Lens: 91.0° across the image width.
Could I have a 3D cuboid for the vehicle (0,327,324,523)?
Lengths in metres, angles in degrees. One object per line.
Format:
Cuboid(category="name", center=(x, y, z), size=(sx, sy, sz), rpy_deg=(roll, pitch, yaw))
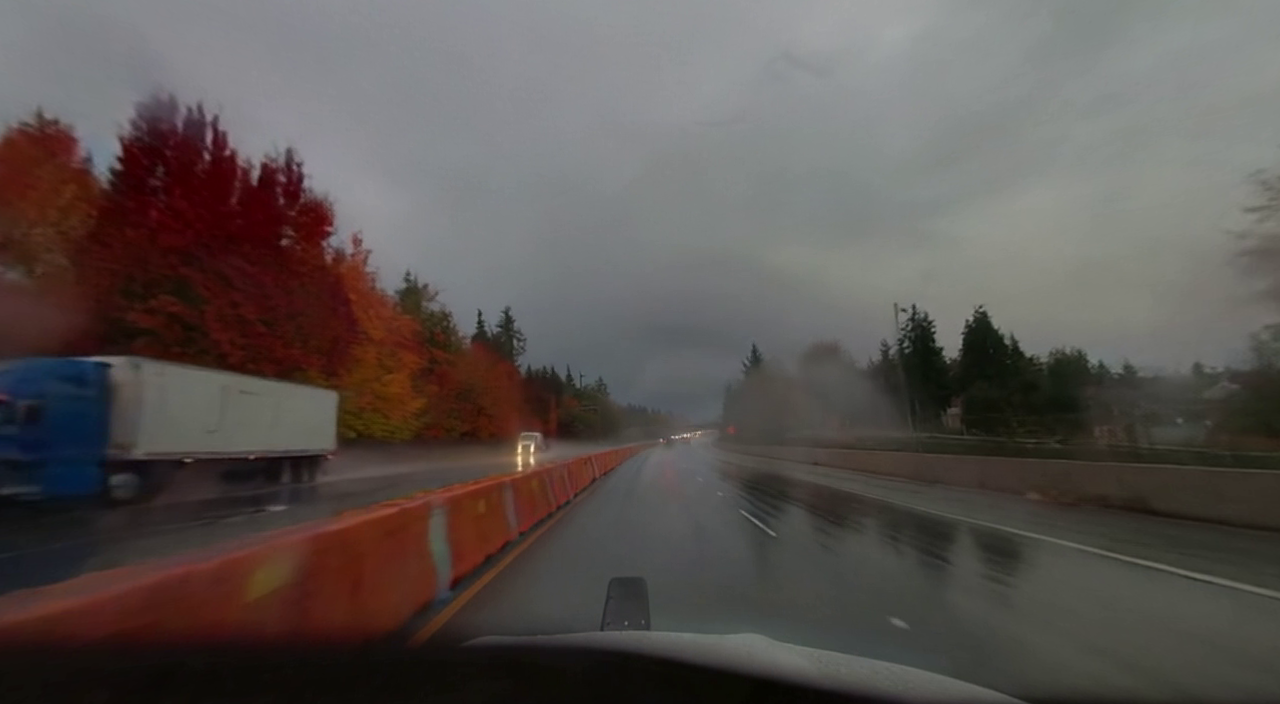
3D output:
Cuboid(category="vehicle", center=(-14.913, 2.425, 19.262), size=(3.100, 4.065, 13.948), rpy_deg=(0, -8, 1))
